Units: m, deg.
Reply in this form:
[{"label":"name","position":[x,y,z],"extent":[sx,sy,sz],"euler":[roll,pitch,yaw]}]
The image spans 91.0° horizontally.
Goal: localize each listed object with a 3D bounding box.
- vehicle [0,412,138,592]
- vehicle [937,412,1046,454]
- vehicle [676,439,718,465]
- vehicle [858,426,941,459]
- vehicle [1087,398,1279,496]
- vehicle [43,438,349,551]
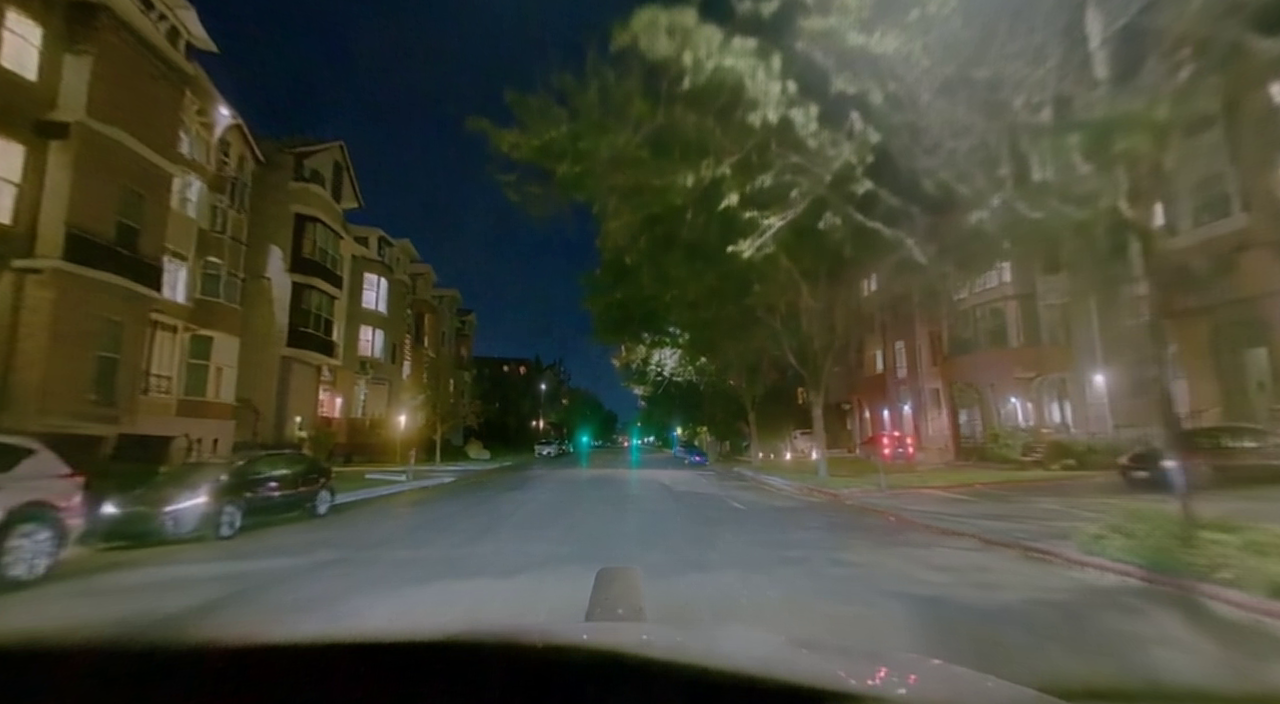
[{"label":"vehicle","position":[-7.414,1.436,5.722],"extent":[2.136,1.758,4.297],"euler":[-2,-9,0]},{"label":"vehicle","position":[18.066,4.284,32.810],"extent":[2.315,1.991,5.686],"euler":[0,-8,-1]},{"label":"vehicle","position":[3.384,6.013,38.010],"extent":[1.956,1.468,4.698],"euler":[0,-8,-2]},{"label":"vehicle","position":[13.158,4.655,32.327],"extent":[2.068,1.522,4.810],"euler":[0,-8,-2]},{"label":"vehicle","position":[11.900,1.843,12.237],"extent":[4.726,1.731,2.075],"euler":[0,-8,3]},{"label":"vehicle","position":[-7.223,2.325,11.080],"extent":[1.912,1.466,4.754],"euler":[-2,-9,1]}]
